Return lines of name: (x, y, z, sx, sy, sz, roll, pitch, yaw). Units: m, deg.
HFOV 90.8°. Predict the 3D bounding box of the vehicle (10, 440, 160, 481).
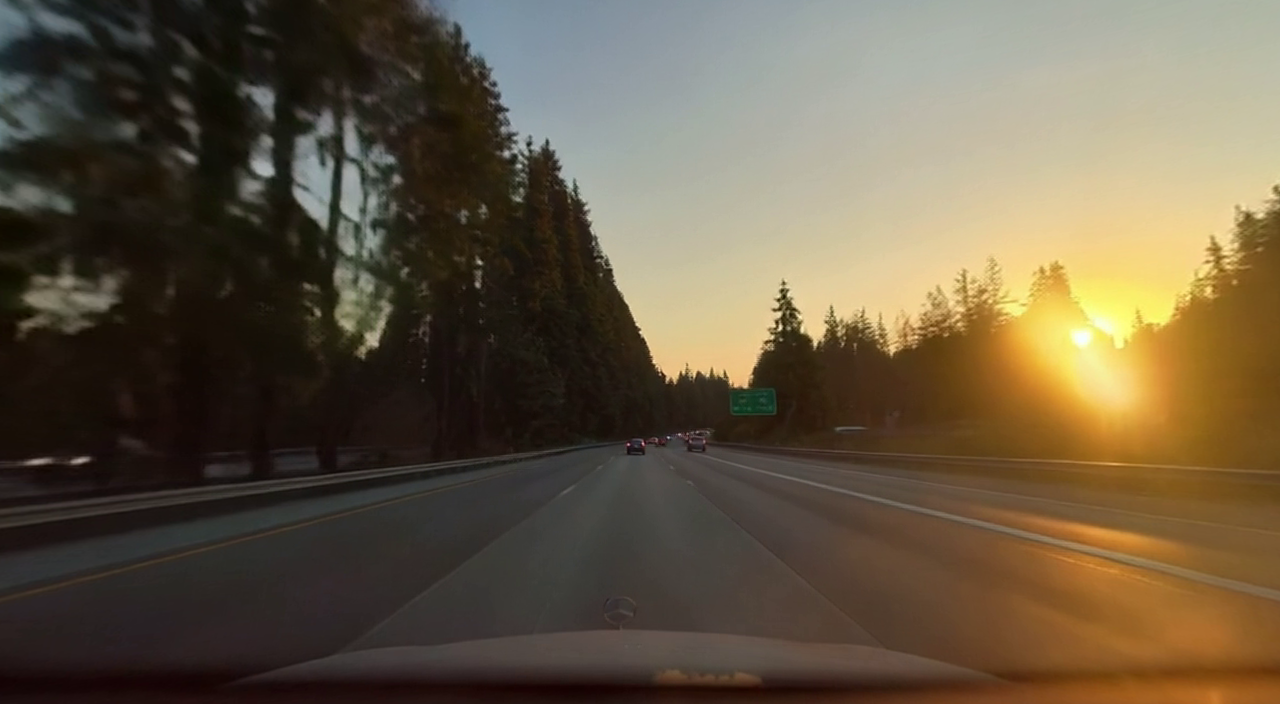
vehicle: (-21.929, 4.286, 25.271, 1.960, 1.473, 4.445, 0, -9, 0)
